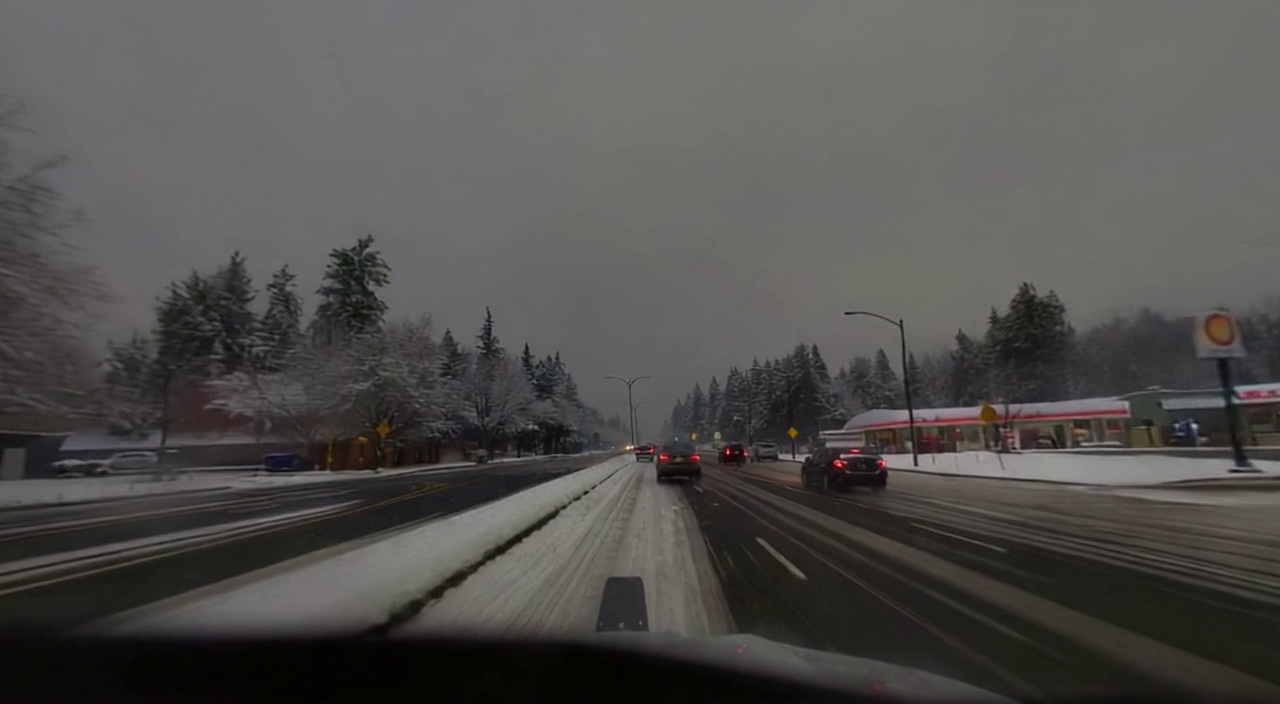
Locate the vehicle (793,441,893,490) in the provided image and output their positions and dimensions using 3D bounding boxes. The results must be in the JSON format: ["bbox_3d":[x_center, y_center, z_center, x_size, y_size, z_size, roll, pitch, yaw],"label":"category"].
[{"bbox_3d":[6.744,3.786,21.385,1.918,1.484,4.456,0,-8,0],"label":"vehicle"}]

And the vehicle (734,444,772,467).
[{"bbox_3d":[7.850,7.206,43.957,1.930,1.479,4.477,0,-8,1],"label":"vehicle"}]

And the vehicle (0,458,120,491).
[{"bbox_3d":[-29.068,6.085,31.344,4.510,1.504,2.005,-1,-8,3],"label":"vehicle"}]

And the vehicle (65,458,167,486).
[{"bbox_3d":[-28.219,6.445,33.872,4.021,1.421,1.807,-1,-9,7],"label":"vehicle"}]

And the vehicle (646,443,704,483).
[{"bbox_3d":[1.312,4.425,25.384,1.971,1.479,4.493,0,-8,-1],"label":"vehicle"}]
